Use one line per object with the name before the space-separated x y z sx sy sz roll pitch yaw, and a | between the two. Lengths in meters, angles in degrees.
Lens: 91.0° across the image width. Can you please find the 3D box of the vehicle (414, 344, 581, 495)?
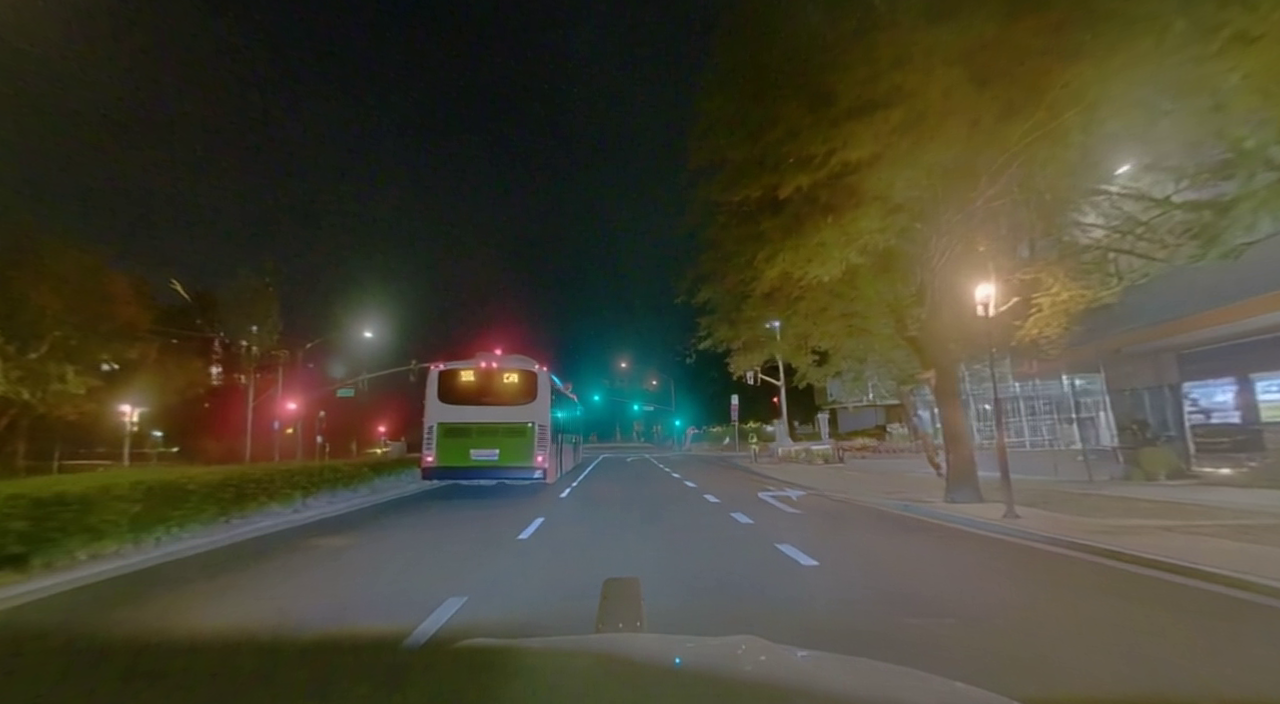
vehicle | -3.724 2.342 19.818 3.031 3.429 11.005 0 -9 -2
